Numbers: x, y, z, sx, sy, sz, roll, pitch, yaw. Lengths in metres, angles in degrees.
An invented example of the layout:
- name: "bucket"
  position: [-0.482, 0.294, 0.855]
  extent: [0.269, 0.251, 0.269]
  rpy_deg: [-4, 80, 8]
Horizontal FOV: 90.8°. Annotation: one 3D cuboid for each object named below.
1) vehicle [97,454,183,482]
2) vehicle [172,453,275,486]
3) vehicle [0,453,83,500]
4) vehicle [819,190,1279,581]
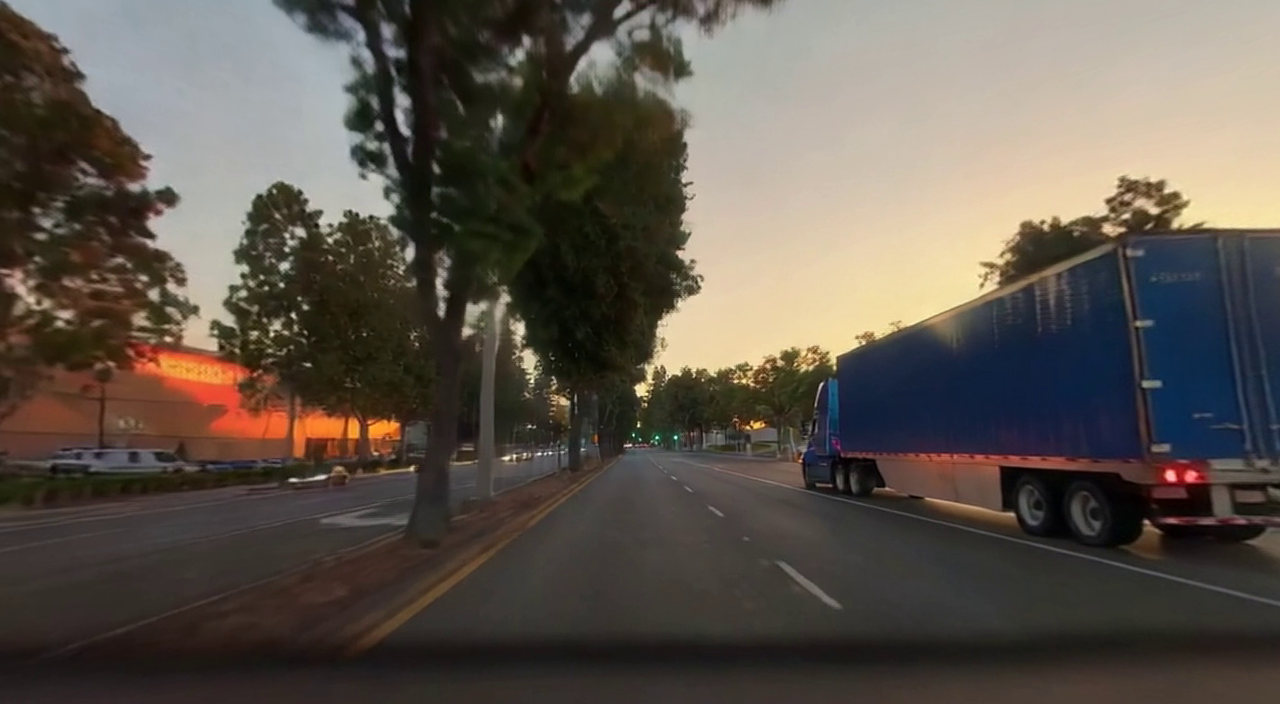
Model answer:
- name: "vehicle"
  position: [-37.662, 8.709, 47.720]
  extent: [4.621, 1.820, 2.083]
  rpy_deg: [1, -9, -19]
- name: "vehicle"
  position: [-25.412, 7.122, 38.647]
  extent: [4.900, 1.808, 2.103]
  rpy_deg: [7, -11, -39]
- name: "vehicle"
  position: [-26.075, 5.124, 25.780]
  extent: [2.090, 1.772, 5.499]
  rpy_deg: [-2, -10, -6]
- name: "vehicle"
  position: [6.690, 1.090, 11.817]
  extent: [3.120, 3.794, 11.510]
  rpy_deg: [0, -9, -1]
